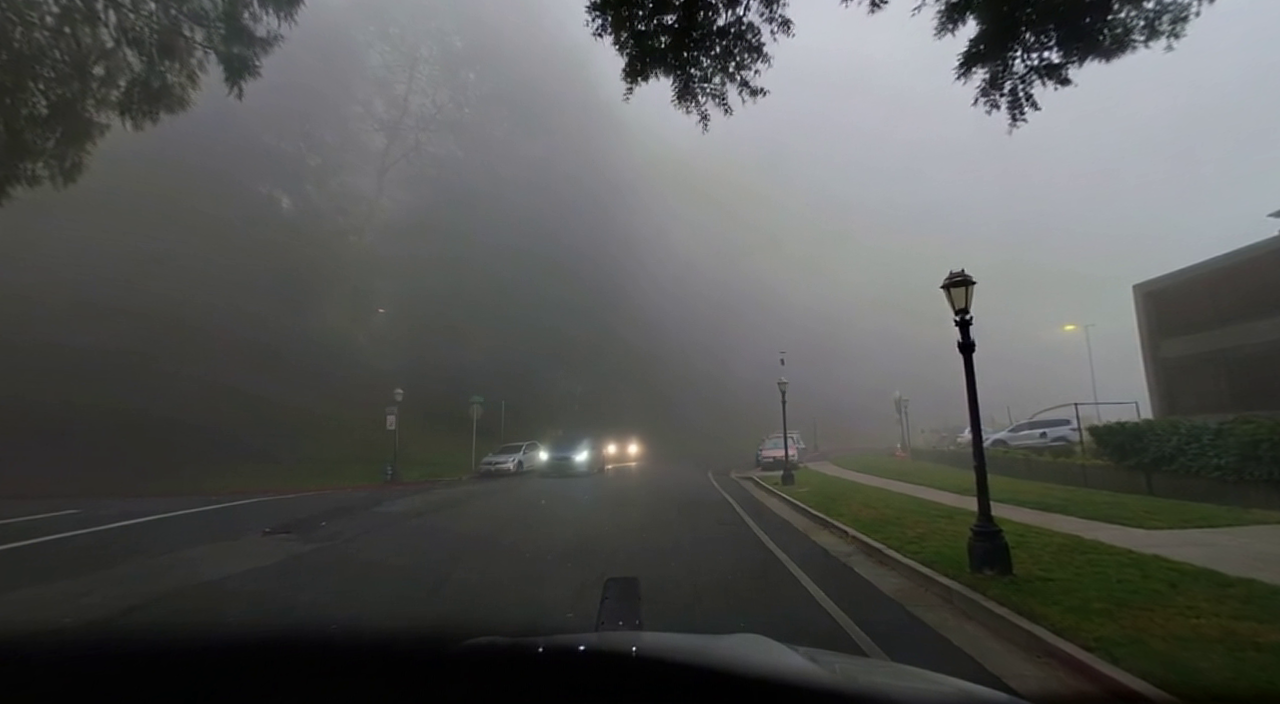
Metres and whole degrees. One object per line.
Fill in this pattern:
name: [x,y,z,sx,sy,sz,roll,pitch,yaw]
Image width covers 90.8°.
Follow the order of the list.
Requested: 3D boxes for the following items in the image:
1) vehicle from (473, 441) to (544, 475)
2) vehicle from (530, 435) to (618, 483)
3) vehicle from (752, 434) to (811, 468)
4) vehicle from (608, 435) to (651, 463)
vehicle: [-6.071,4.970,29.770,1.968,1.443,4.358,-1,-9,6]
vehicle: [-2.192,3.757,22.494,2.056,1.508,4.596,-1,-9,8]
vehicle: [6.690,4.733,30.380,1.918,1.461,4.419,0,-8,1]
vehicle: [-0.604,6.201,40.320,2.110,1.651,4.410,-1,-9,7]
